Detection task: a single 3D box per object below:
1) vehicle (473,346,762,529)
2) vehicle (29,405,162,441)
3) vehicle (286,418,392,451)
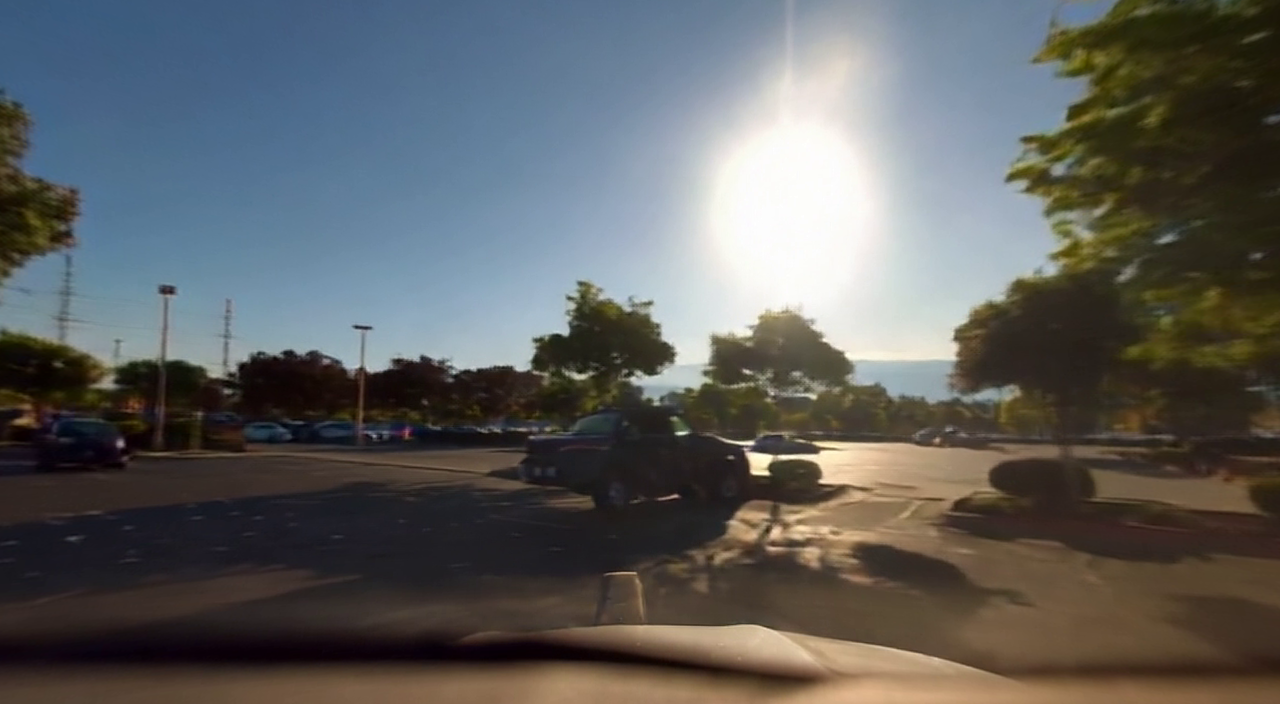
[{"bbox_3d":[0.008,1.449,10.611,2.200,2.257,5.237,-5,-10,32],"label":"vehicle"},{"bbox_3d":[-27.910,3.708,32.562,1.981,1.687,4.660,-4,-9,30],"label":"vehicle"},{"bbox_3d":[-14.130,3.937,29.881,1.760,1.449,4.106,-5,-10,32],"label":"vehicle"}]
